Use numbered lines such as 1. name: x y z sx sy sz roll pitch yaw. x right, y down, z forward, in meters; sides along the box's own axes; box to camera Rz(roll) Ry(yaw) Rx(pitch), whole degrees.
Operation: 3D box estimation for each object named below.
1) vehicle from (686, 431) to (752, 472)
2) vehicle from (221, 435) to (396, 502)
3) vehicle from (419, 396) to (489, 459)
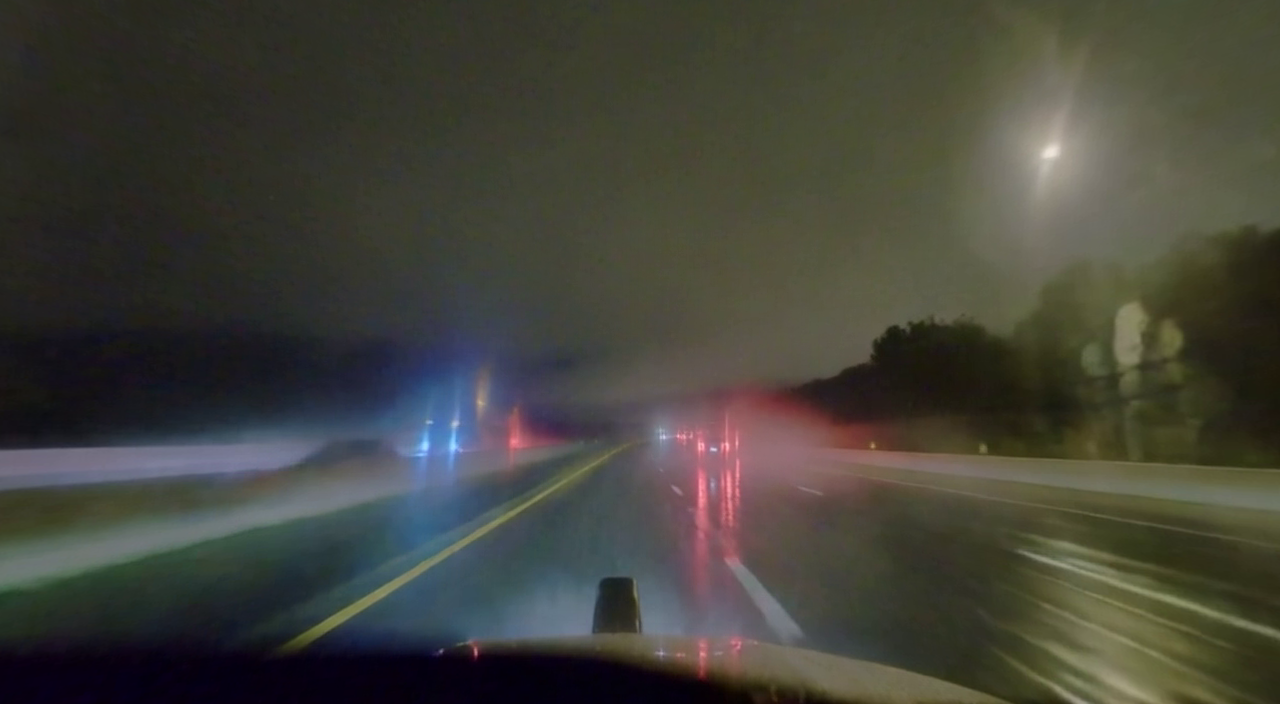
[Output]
1. vehicle: 3.177 4.107 26.264 2.084 1.583 4.420 0 -8 -1
2. vehicle: -8.494 2.993 16.782 1.946 1.496 5.056 0 -8 -1
3. vehicle: -12.639 5.224 43.344 2.955 4.003 6.220 0 -8 -1
